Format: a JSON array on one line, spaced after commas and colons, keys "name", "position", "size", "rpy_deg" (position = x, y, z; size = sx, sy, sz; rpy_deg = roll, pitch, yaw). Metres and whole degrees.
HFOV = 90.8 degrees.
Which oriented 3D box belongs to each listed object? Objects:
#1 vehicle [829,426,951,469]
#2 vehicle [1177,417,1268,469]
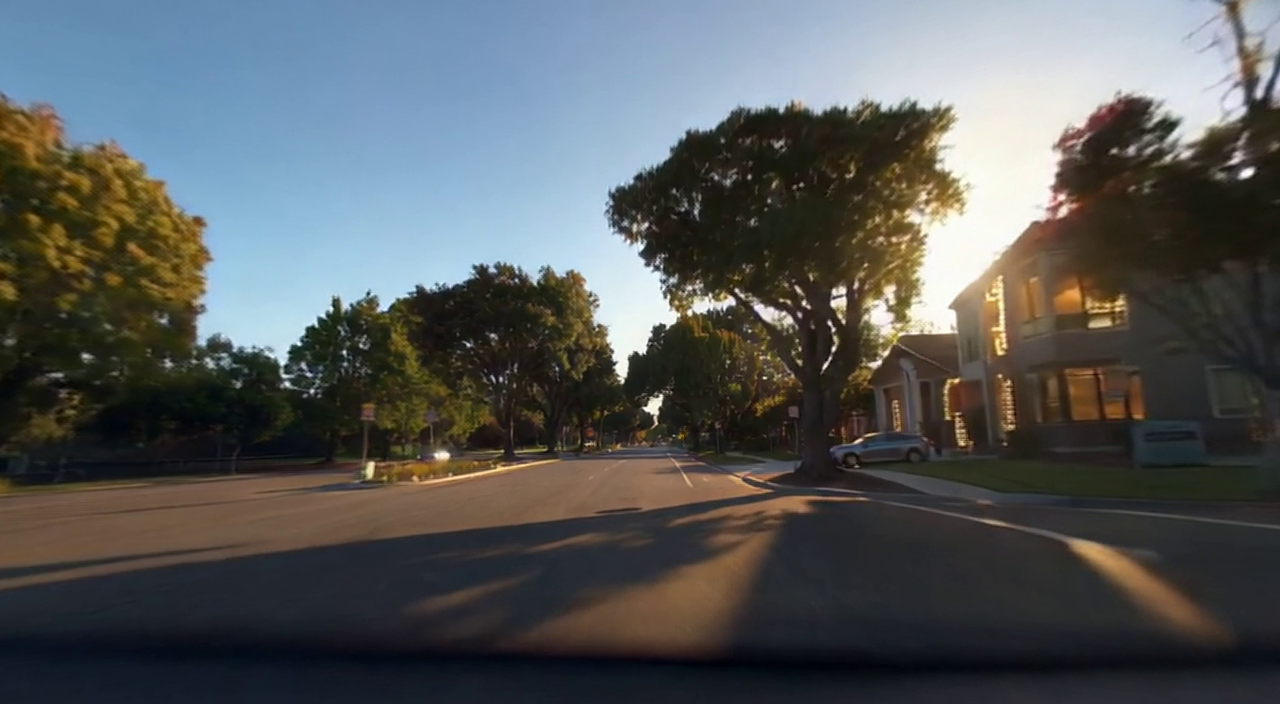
[{"name": "vehicle", "position": [10.667, 4.053, 27.283], "size": [2.199, 1.661, 4.495], "rpy_deg": [4, -8, -28]}, {"name": "vehicle", "position": [19.769, 3.030, 21.438], "size": [1.979, 1.560, 4.241], "rpy_deg": [-7, -9, 43]}]
